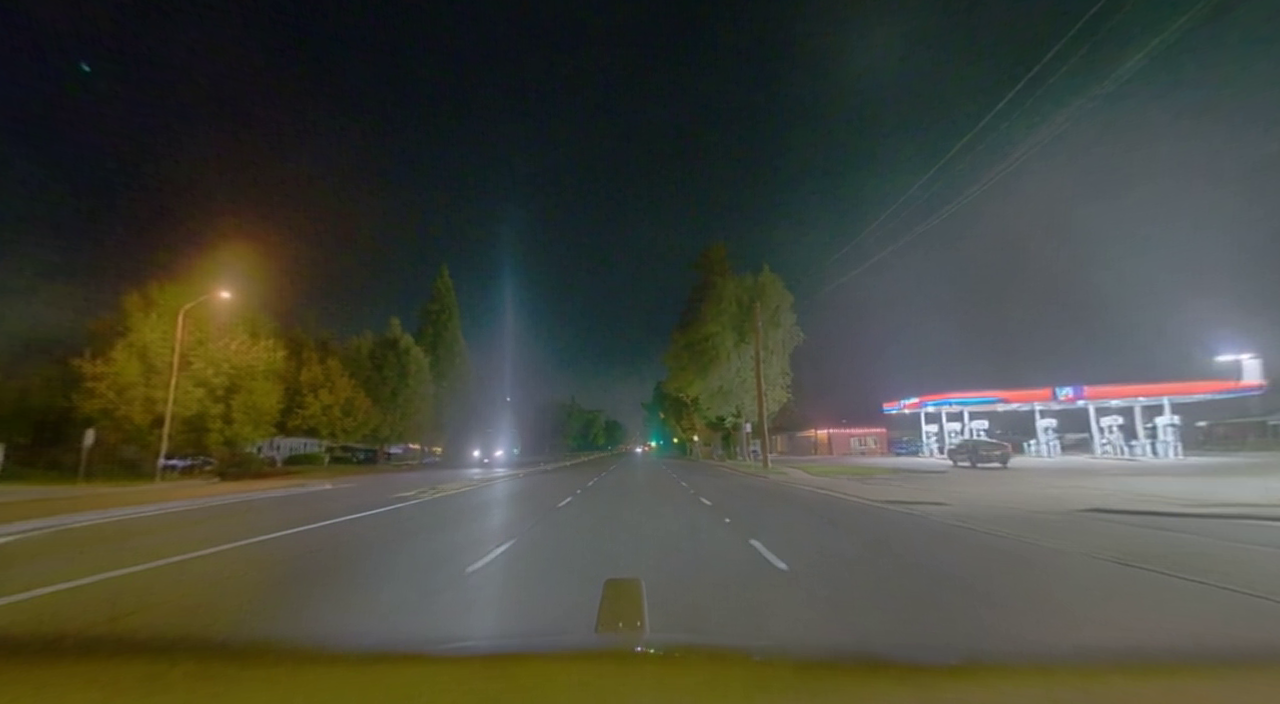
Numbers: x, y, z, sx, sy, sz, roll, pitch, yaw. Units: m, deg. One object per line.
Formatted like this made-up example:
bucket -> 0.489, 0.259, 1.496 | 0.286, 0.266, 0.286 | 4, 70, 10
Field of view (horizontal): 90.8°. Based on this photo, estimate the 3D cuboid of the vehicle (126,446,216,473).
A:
vehicle -> -31.036, 7.091, 41.895 | 4.290, 1.701, 2.002 | 0, -9, -4

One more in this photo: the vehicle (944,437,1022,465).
vehicle -> 19.245, 5.579, 35.669 | 1.994, 1.452, 4.227 | 0, -8, 0
